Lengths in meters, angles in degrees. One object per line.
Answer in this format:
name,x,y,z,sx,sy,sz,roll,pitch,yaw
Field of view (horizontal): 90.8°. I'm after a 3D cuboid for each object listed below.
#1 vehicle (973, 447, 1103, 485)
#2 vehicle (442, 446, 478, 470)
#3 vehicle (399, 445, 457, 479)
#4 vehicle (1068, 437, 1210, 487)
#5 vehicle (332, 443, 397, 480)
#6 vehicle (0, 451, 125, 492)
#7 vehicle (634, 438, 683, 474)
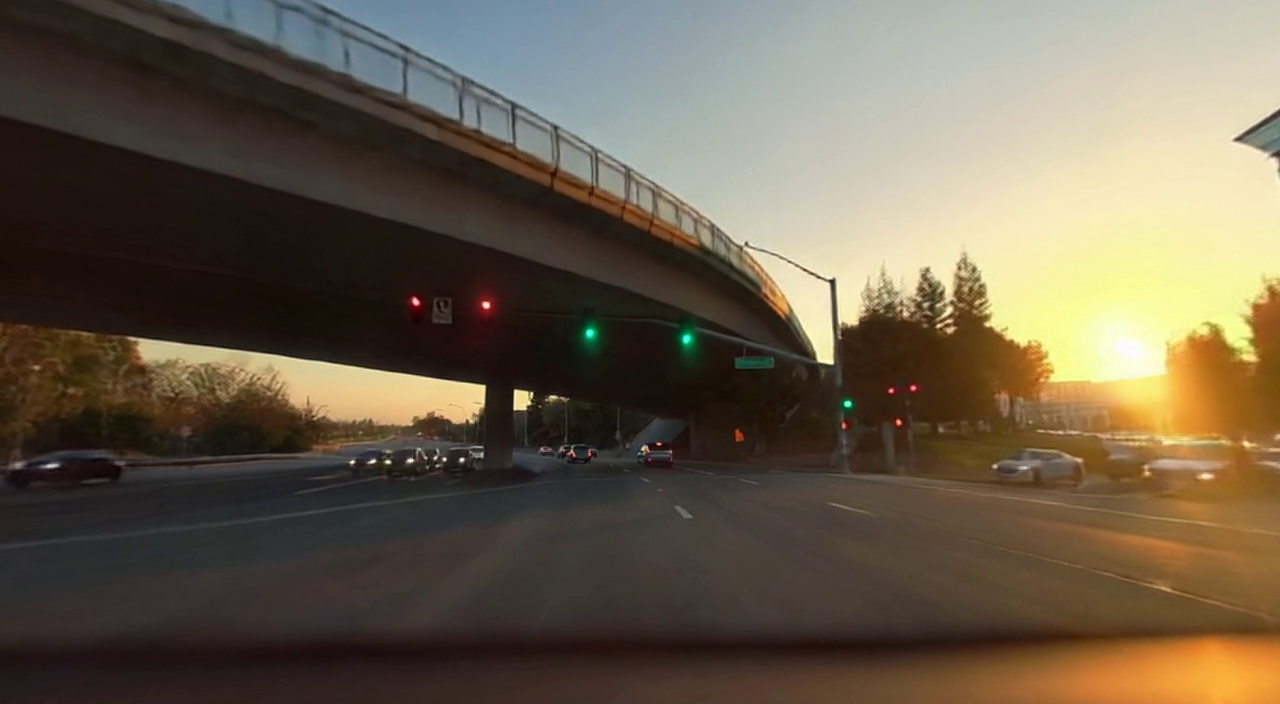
vehicle,16.262,4.622,25.857,4.490,1.430,1.996,3,-9,-19
vehicle,-11.998,7.071,42.326,1.722,1.519,3.826,1,-9,-8
vehicle,-11.130,5.766,33.480,1.961,1.492,4.479,0,-7,-6
vehicle,17.456,3.813,22.136,4.154,1.603,1.834,3,-9,-19
vehicle,-14.018,5.546,32.437,1.989,1.619,4.612,1,-7,-10
vehicle,-25.195,5.103,27.386,2.020,1.515,4.808,1,-8,-6
vehicle,0.907,5.441,33.245,2.024,1.724,3.928,1,-9,-7
